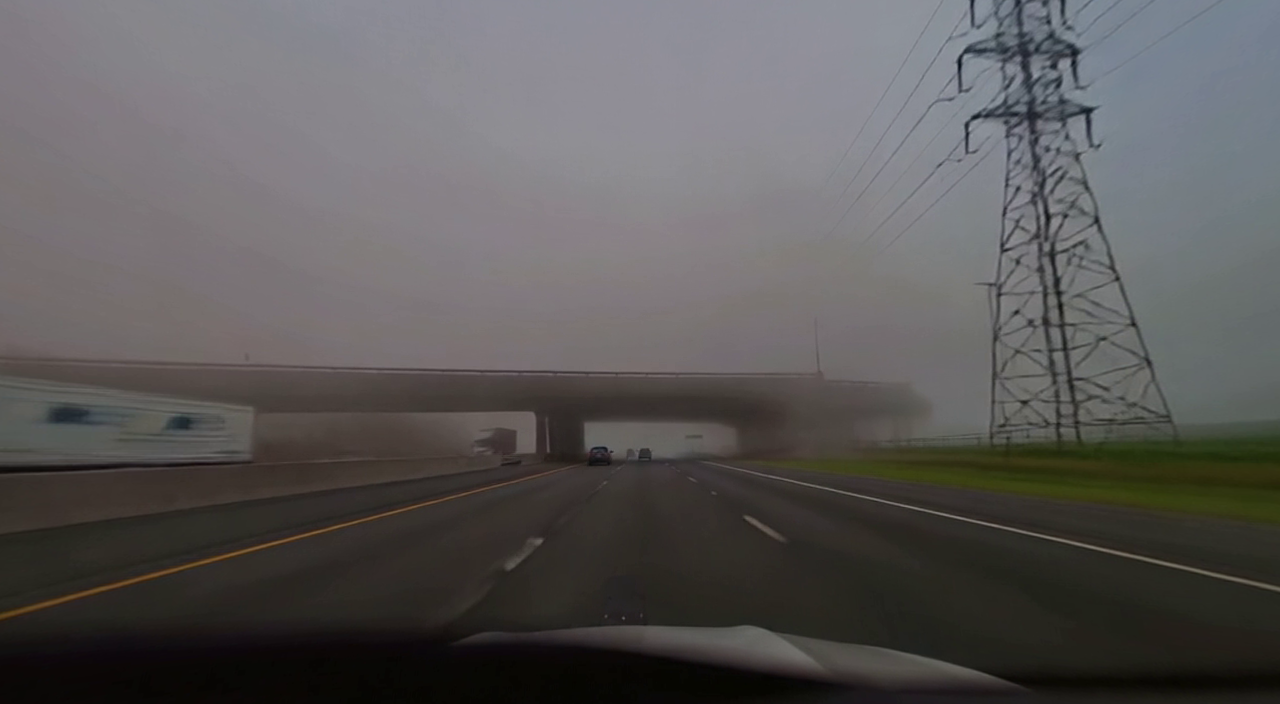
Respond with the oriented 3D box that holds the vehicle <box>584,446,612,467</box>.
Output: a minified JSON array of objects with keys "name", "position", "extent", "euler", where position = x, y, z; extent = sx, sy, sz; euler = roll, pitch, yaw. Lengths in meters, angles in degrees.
[{"name":"vehicle","position":[-3.233,8.159,49.173],"extent":[1.924,1.550,4.165],"euler":[0,-9,1]}]

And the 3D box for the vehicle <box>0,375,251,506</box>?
[{"name":"vehicle","position":[-20.009,3.266,22.733],"extent":[2.903,3.782,14.097],"euler":[0,-9,1]}]
